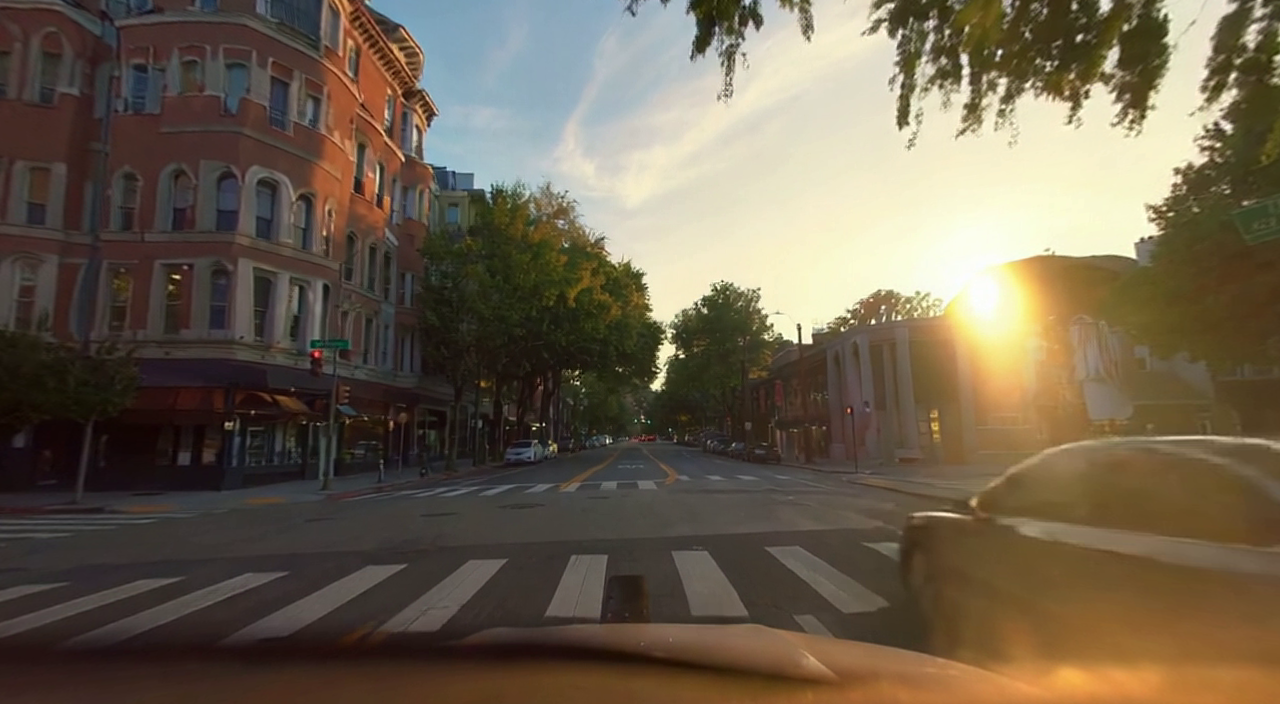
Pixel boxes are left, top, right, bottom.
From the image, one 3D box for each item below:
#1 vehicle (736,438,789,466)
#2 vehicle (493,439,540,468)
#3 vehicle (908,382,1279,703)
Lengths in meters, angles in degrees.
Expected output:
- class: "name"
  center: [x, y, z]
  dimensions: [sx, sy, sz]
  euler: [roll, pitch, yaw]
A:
- class: "vehicle"
  center: [6.963, 5.731, 36.282]
  dimensions: [1.997, 1.510, 4.455]
  euler: [1, -8, -2]
- class: "vehicle"
  center: [-7.247, 5.957, 37.437]
  dimensions: [2.127, 1.533, 4.547]
  euler: [-1, -8, -3]
- class: "vehicle"
  center: [2.720, 0.865, 1.945]
  dimensions: [2.014, 1.474, 4.090]
  euler: [0, -8, 1]
